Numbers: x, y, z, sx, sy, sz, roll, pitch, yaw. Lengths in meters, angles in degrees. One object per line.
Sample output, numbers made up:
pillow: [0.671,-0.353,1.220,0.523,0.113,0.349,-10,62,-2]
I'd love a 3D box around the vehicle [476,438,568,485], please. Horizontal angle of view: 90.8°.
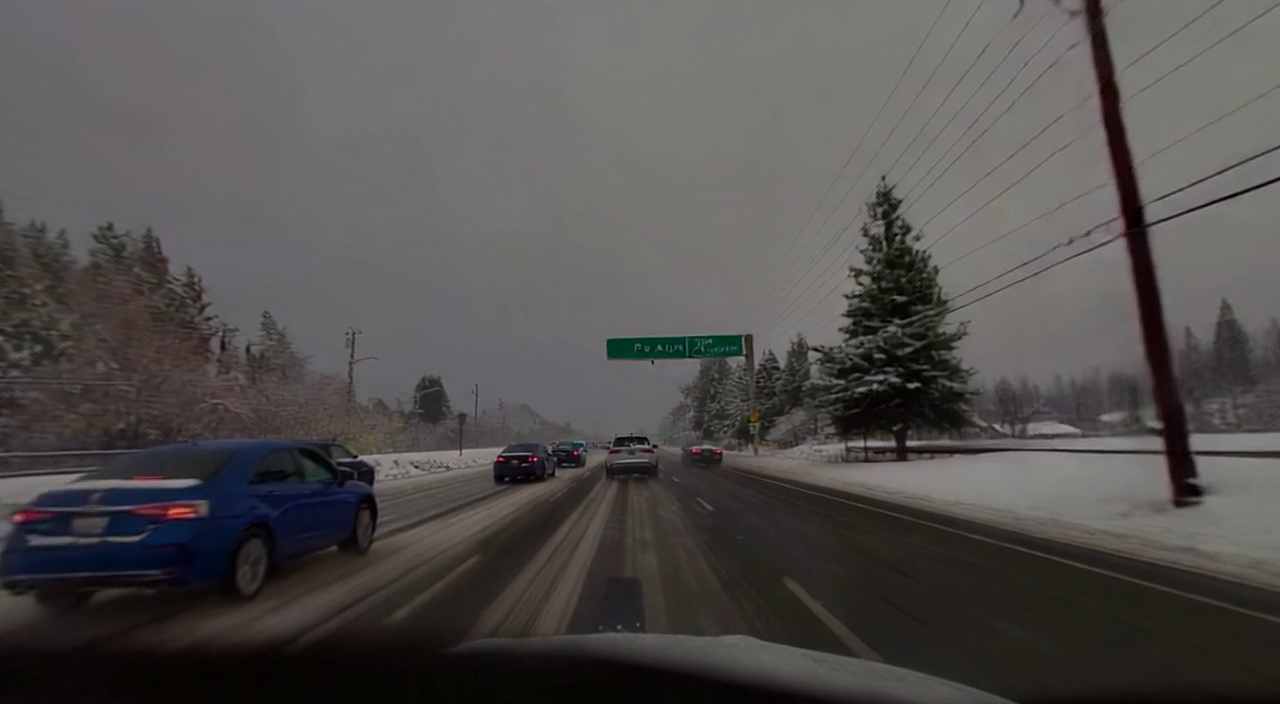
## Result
vehicle: [-3.868,3.690,21.646,2.203,1.425,4.610,0,-8,1]

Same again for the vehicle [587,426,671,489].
vehicle: [-0.311,3.195,19.351,2.284,1.699,4.168,0,-8,-1]

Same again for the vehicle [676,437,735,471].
vehicle: [2.971,4.747,29.649,2.197,1.464,4.356,0,-8,-2]

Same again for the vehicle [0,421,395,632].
vehicle: [-4.312,1.538,6.665,1.958,1.447,4.454,1,-8,-5]
